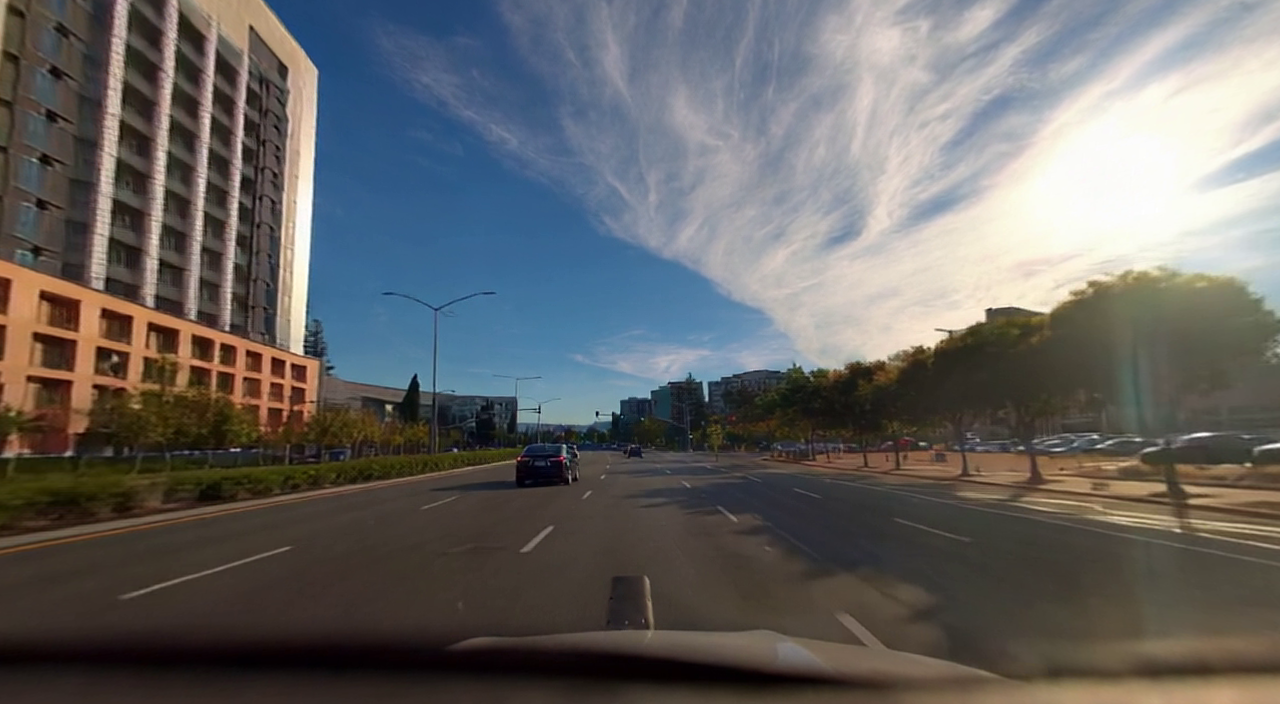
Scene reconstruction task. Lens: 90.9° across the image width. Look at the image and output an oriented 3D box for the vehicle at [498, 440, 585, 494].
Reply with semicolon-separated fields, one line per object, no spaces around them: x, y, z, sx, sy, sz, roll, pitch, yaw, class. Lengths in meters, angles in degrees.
-2.984;3.592;20.182;2.009;1.489;4.543;-1;-8;1;vehicle
